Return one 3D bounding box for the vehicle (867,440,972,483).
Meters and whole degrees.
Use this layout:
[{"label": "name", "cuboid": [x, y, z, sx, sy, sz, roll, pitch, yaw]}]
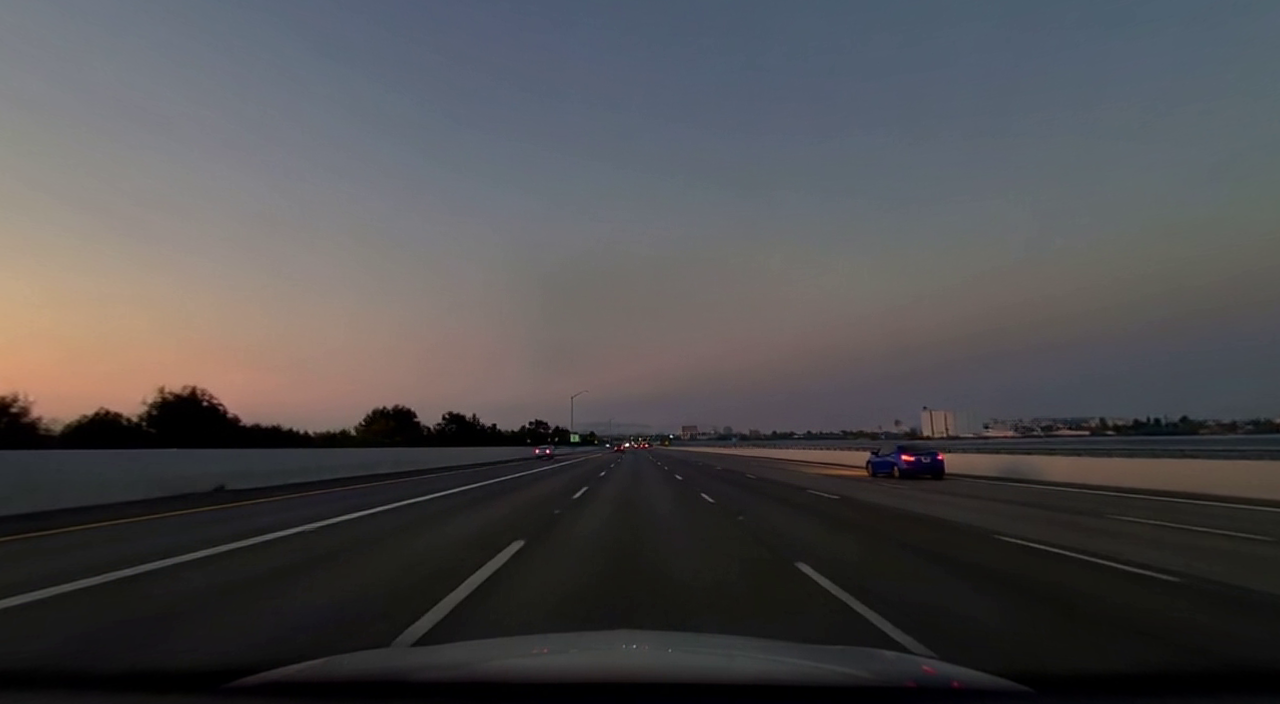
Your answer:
[{"label": "vehicle", "cuboid": [10.741, 4.222, 24.725, 1.985, 1.493, 4.486, 0, -9, -1]}]
